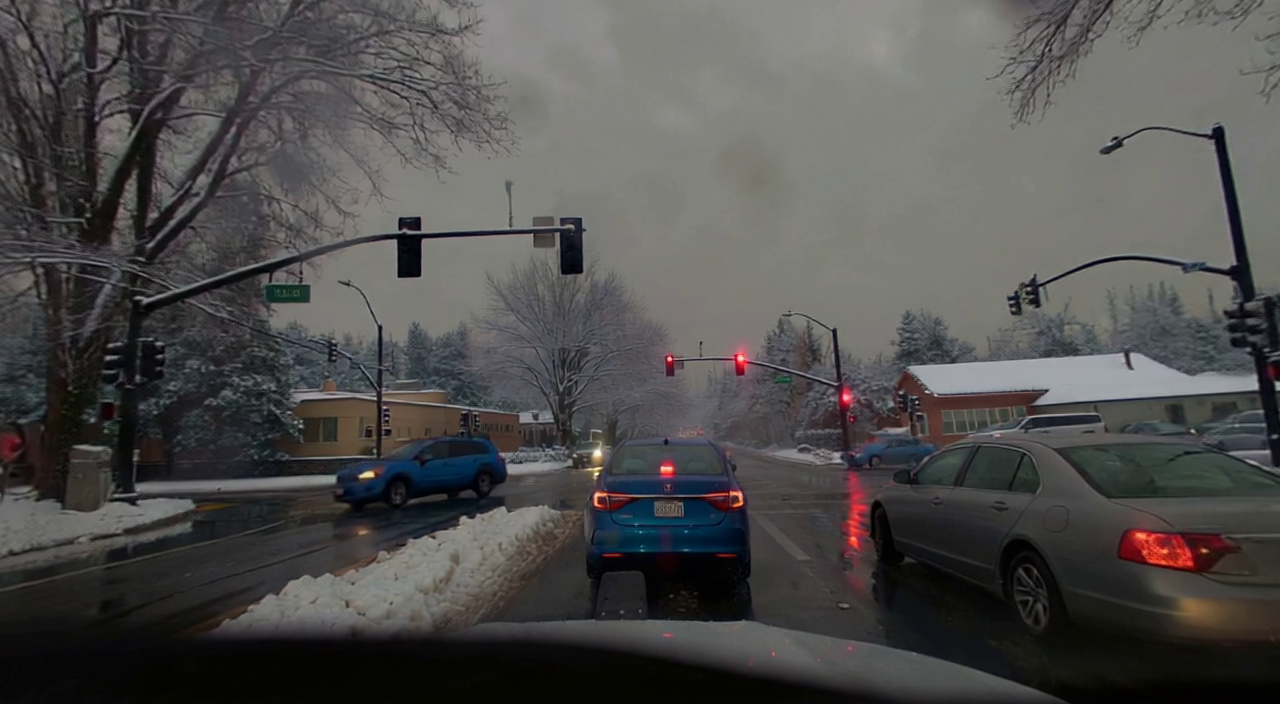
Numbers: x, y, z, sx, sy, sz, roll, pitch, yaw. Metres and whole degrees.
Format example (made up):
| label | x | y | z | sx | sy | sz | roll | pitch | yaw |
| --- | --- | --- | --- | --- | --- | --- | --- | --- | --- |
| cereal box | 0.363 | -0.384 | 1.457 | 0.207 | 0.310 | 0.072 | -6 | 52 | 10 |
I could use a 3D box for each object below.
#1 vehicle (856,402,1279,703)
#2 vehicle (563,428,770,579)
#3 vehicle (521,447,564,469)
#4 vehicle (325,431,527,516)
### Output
| label | x | y | z | sx | sy | sz | roll | pitch | yaw |
| --- | --- | --- | --- | --- | --- | --- | --- | --- | --- |
| vehicle | 3.654 | 1.336 | 5.430 | 1.888 | 1.486 | 4.681 | 0 | -9 | -1 |
| vehicle | 0.302 | 1.821 | 8.330 | 2.090 | 1.505 | 3.756 | -1 | -9 | 1 |
| vehicle | -6.924 | 7.583 | 45.294 | 2.093 | 1.476 | 4.278 | -1 | -9 | 4 |
| vehicle | -5.171 | 2.988 | 16.109 | 1.988 | 1.799 | 4.789 | -5 | -10 | 27 |
